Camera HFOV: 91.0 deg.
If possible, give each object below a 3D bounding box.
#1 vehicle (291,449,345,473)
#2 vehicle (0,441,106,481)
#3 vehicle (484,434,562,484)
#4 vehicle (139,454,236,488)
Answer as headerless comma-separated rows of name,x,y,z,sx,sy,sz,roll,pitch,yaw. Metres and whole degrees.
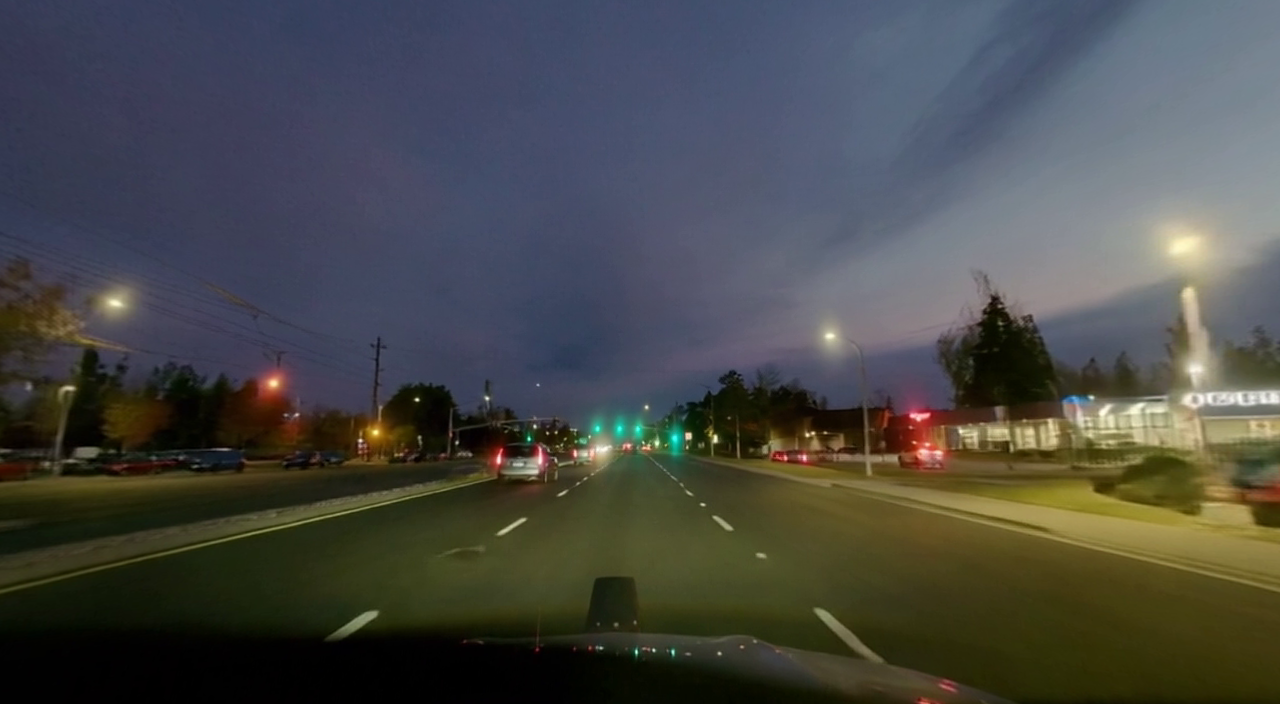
vehicle,-23.189,7.821,45.477,1.836,1.582,4.075,0,-8,-1
vehicle,-32.839,5.822,33.892,6.044,2.034,2.218,0,-8,0
vehicle,-4.290,3.993,23.742,2.109,1.672,4.256,0,-8,0
vehicle,-22.838,6.005,31.977,1.858,1.530,4.044,0,-8,0
